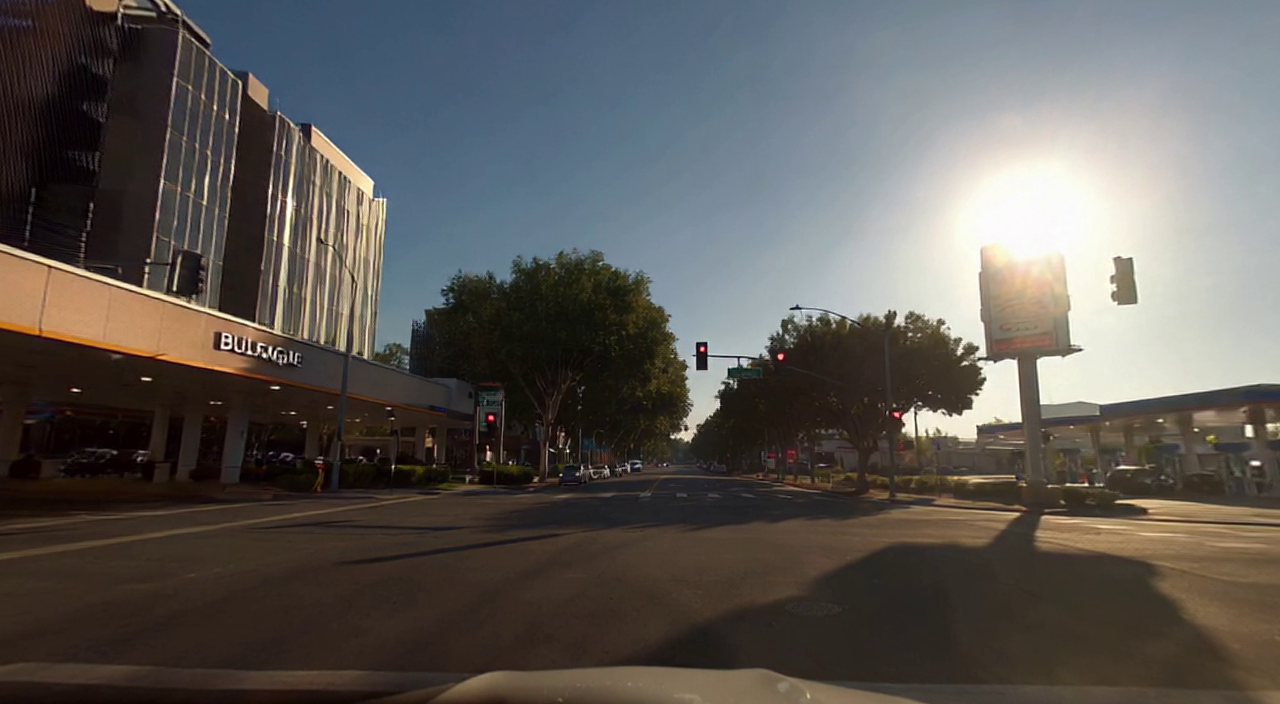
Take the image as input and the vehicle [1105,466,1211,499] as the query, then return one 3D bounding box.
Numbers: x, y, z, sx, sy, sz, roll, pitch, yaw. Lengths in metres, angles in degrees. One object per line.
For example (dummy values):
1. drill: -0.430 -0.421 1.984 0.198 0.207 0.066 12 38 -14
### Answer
1. vehicle: 28.016 7.053 34.323 1.897 1.466 4.211 1 -8 -6
